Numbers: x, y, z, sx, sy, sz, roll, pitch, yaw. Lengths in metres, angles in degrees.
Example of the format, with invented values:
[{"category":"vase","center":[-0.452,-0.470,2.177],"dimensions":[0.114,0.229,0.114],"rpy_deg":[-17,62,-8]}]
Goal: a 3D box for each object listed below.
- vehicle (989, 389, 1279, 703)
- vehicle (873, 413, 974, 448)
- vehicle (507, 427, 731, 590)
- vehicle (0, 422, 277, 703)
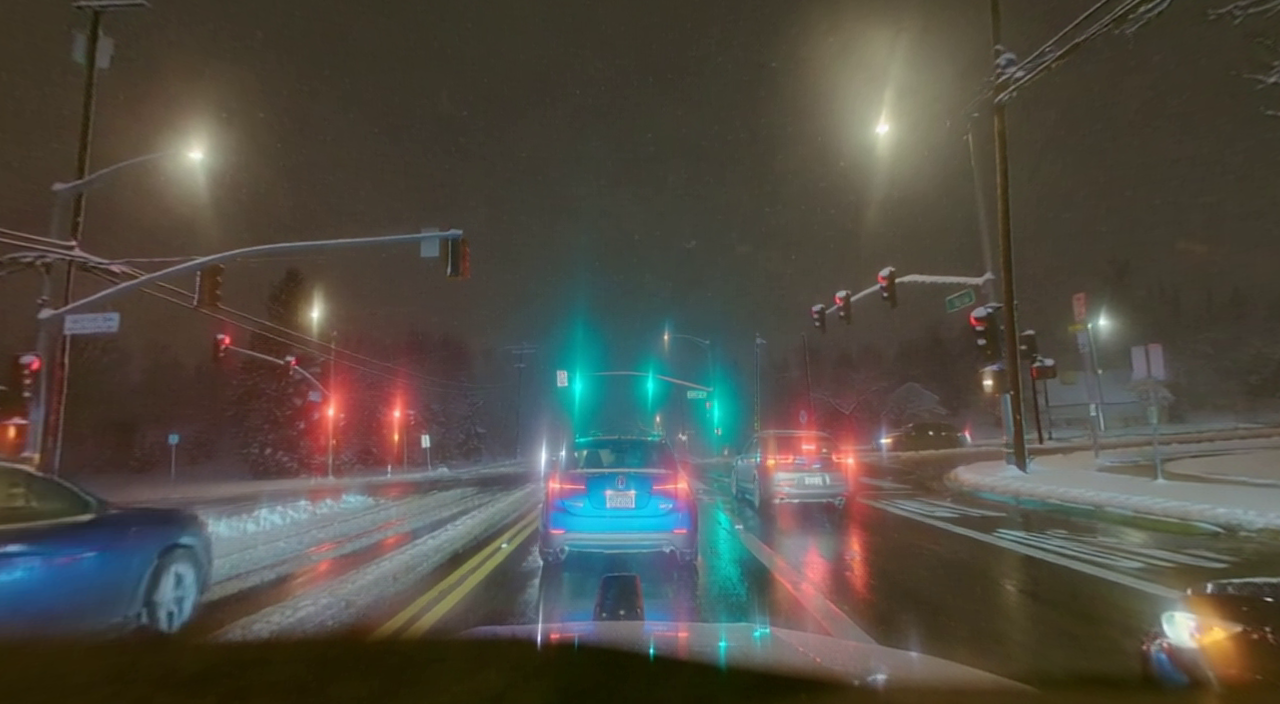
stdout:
[{"category":"vehicle","center":[2.929,0.833,1.710],"dimensions":[1.860,1.494,3.707],"rpy_deg":[0,-8,1]},{"category":"vehicle","center":[15.178,4.239,33.996],"dimensions":[4.431,1.555,1.886],"rpy_deg":[-4,-9,2]},{"category":"vehicle","center":[-0.224,1.758,8.000],"dimensions":[2.061,1.485,4.196],"rpy_deg":[0,-8,-1]},{"category":"vehicle","center":[-4.380,1.149,3.502],"dimensions":[2.106,1.492,4.312],"rpy_deg":[0,-8,1]}]
